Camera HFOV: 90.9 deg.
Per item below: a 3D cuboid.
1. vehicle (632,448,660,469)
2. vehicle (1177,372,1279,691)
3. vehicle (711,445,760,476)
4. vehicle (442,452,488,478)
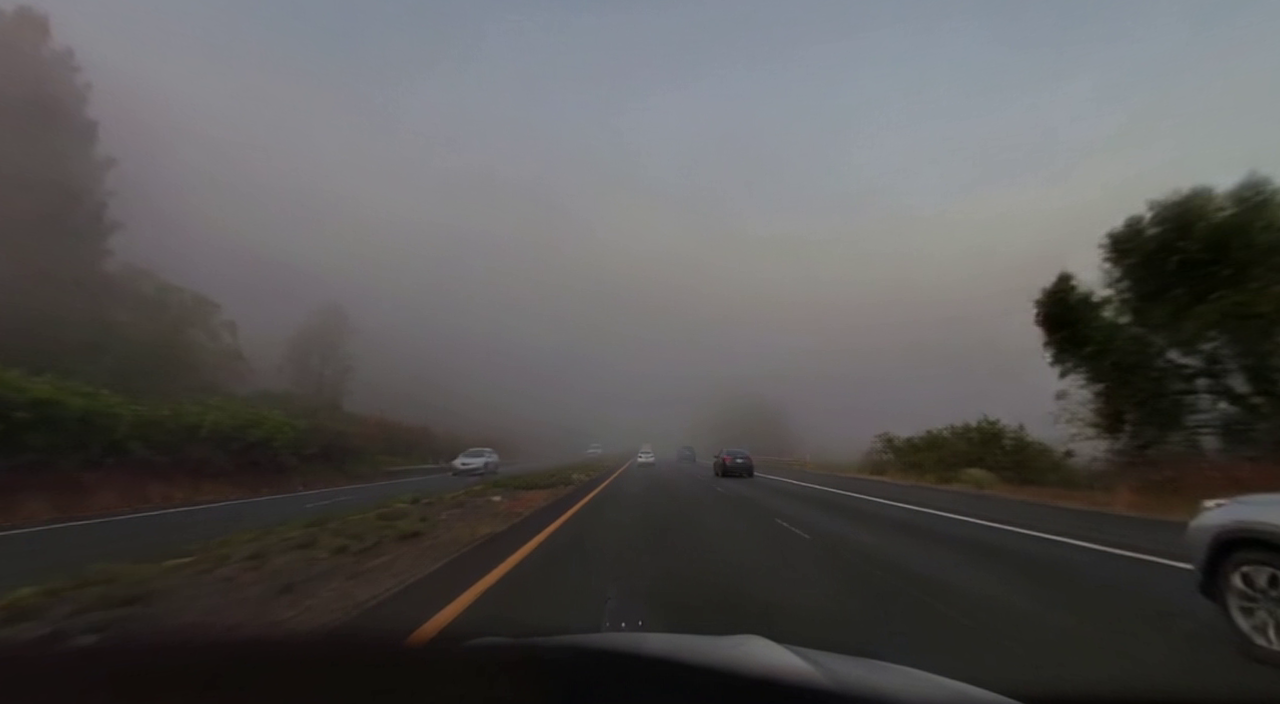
[{"bbox_3d":[0.444,7.880,46.752,1.991,1.459,3.769,0,-9,0],"label":"vehicle"},{"bbox_3d":[4.219,0.663,1.641,1.978,1.604,4.128,0,-9,1],"label":"vehicle"},{"bbox_3d":[5.002,5.714,33.414,1.964,1.513,3.707,0,-9,-1],"label":"vehicle"},{"bbox_3d":[-12.040,7.773,43.570,1.952,1.629,4.189,0,-9,0],"label":"vehicle"}]
